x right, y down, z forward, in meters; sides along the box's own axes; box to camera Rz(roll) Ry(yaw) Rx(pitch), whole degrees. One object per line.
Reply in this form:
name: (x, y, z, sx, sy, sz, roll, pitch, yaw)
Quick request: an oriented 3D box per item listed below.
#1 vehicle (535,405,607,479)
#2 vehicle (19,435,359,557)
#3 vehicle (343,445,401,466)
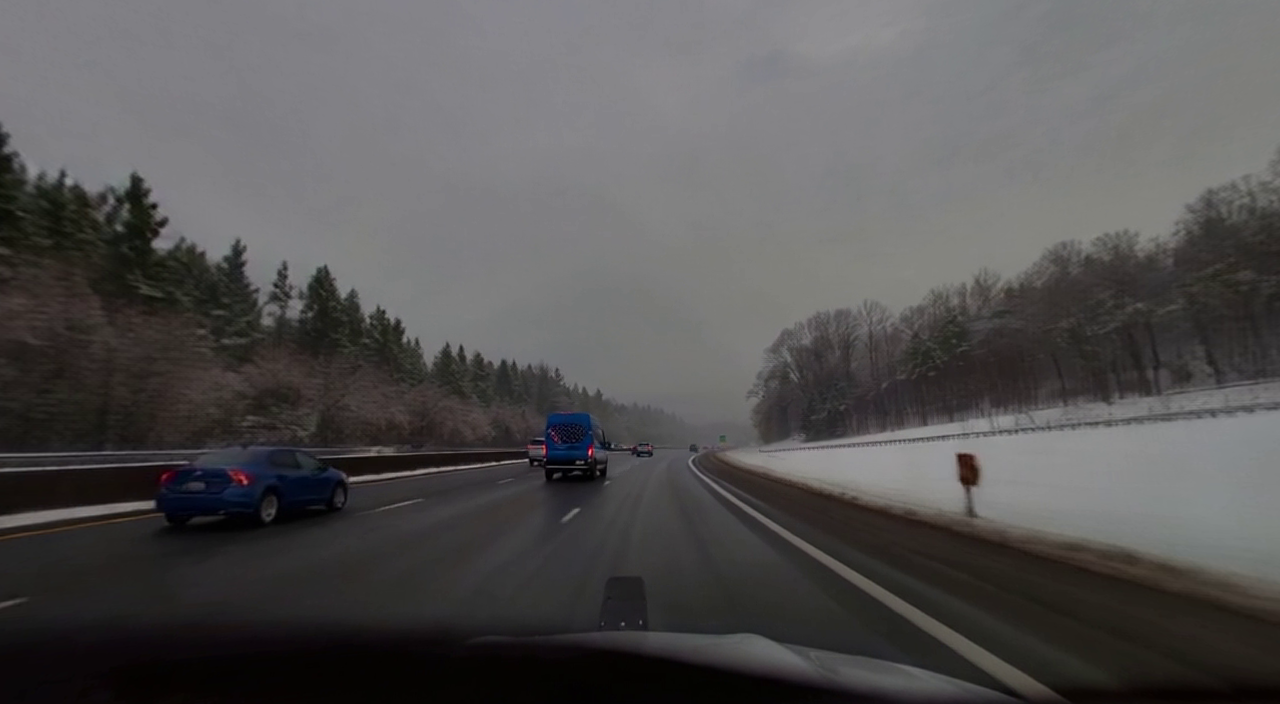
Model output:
vehicle: (-2.843, 3.910, 27.470, 2.319, 2.883, 5.632, 0, -8, 2)
vehicle: (-6.401, 2.042, 9.810, 1.947, 1.438, 4.440, 0, -8, 1)
vehicle: (-19.346, 7.469, 45.762, 1.905, 1.469, 4.566, -1, -8, 4)
